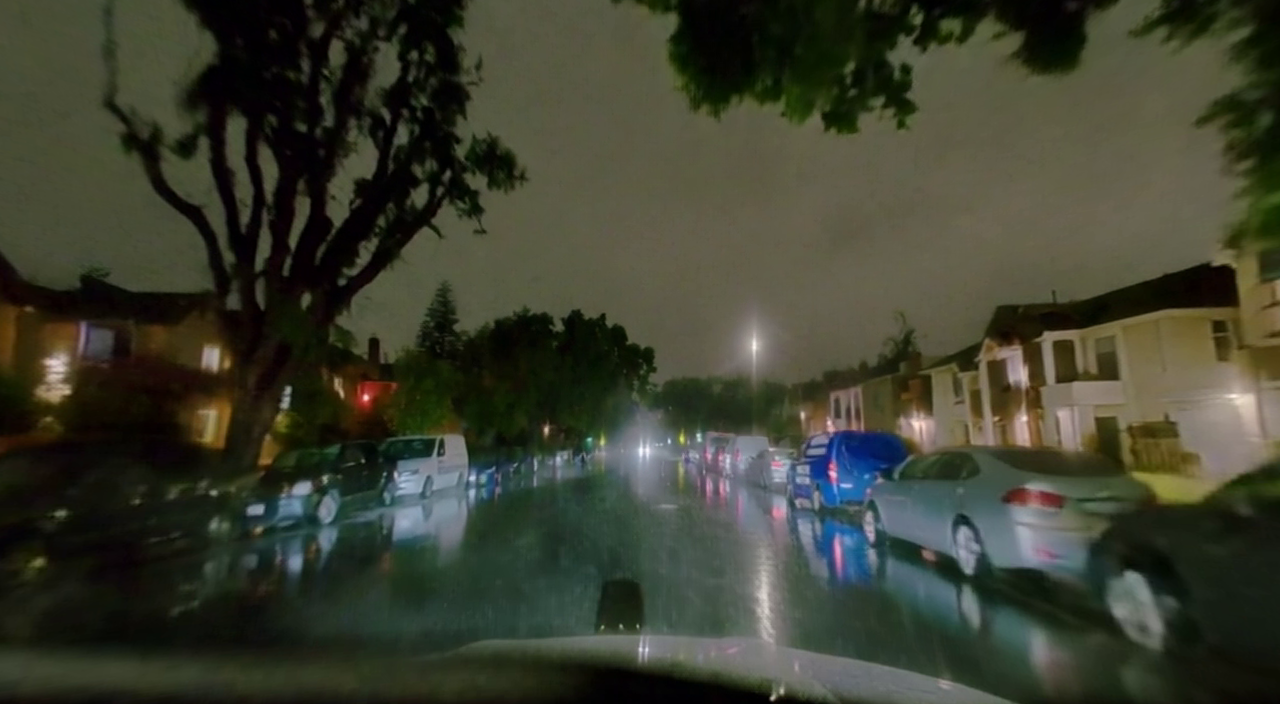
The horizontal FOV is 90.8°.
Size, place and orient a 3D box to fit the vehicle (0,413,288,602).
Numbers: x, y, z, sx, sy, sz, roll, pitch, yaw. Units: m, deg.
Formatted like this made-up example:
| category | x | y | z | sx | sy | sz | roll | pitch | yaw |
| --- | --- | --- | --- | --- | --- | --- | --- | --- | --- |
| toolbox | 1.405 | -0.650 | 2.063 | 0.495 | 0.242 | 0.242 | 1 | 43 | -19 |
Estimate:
| category | x | y | z | sx | sy | sz | roll | pitch | yaw |
| --- | --- | --- | --- | --- | --- | --- | --- | --- | --- |
| vehicle | -7.082 | 1.804 | 7.648 | 1.965 | 1.797 | 6.086 | -3 | -10 | 2 |

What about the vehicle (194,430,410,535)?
| category | x | y | z | sx | sy | sz | roll | pitch | yaw |
| --- | --- | --- | --- | --- | --- | --- | --- | --- | --- |
| vehicle | -7.076 | 2.766 | 14.084 | 1.891 | 1.780 | 5.240 | -3 | -9 | 1 |

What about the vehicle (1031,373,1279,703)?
| category | x | y | z | sx | sy | sz | roll | pitch | yaw |
| --- | --- | --- | --- | --- | --- | --- | --- | --- | --- |
| vehicle | 4.021 | 0.853 | 2.305 | 1.903 | 1.714 | 5.092 | 0 | -9 | 0 |

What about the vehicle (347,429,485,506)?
| category | x | y | z | sx | sy | sz | roll | pitch | yaw |
| --- | --- | --- | --- | --- | --- | --- | --- | --- | --- |
| vehicle | -6.758 | 3.517 | 19.953 | 2.085 | 1.997 | 5.755 | -2 | -8 | 2 |

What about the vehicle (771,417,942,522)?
| category | x | y | z | sx | sy | sz | roll | pitch | yaw |
| --- | --- | --- | --- | --- | --- | --- | --- | --- | --- |
| vehicle | 4.351 | 2.463 | 13.776 | 1.985 | 1.819 | 5.163 | 0 | -9 | 1 |
